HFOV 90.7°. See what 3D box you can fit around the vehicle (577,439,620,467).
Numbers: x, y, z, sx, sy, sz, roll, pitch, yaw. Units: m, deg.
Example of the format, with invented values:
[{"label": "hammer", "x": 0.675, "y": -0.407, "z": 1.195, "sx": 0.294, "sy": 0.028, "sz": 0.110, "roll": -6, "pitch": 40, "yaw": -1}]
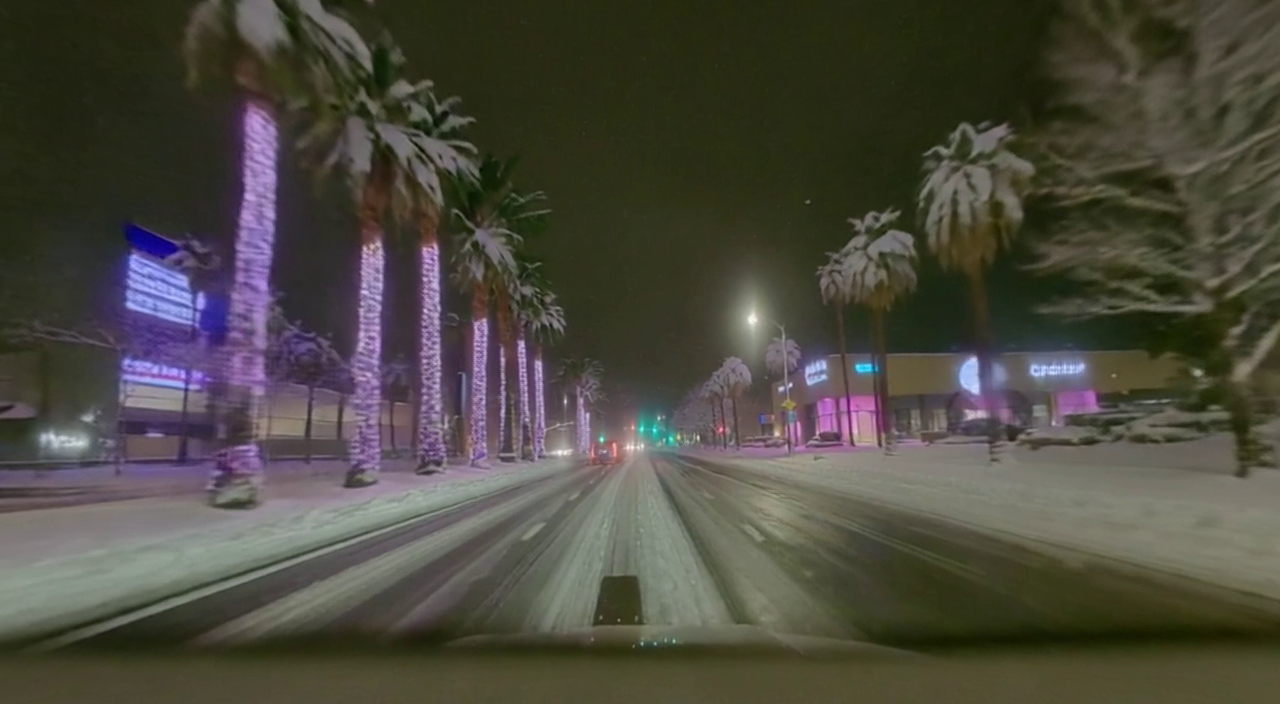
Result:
[{"label": "vehicle", "x": -2.496, "y": 6.232, "z": 39.050, "sx": 2.160, "sy": 1.615, "sz": 4.117, "roll": -1, "pitch": -9, "yaw": 4}]
